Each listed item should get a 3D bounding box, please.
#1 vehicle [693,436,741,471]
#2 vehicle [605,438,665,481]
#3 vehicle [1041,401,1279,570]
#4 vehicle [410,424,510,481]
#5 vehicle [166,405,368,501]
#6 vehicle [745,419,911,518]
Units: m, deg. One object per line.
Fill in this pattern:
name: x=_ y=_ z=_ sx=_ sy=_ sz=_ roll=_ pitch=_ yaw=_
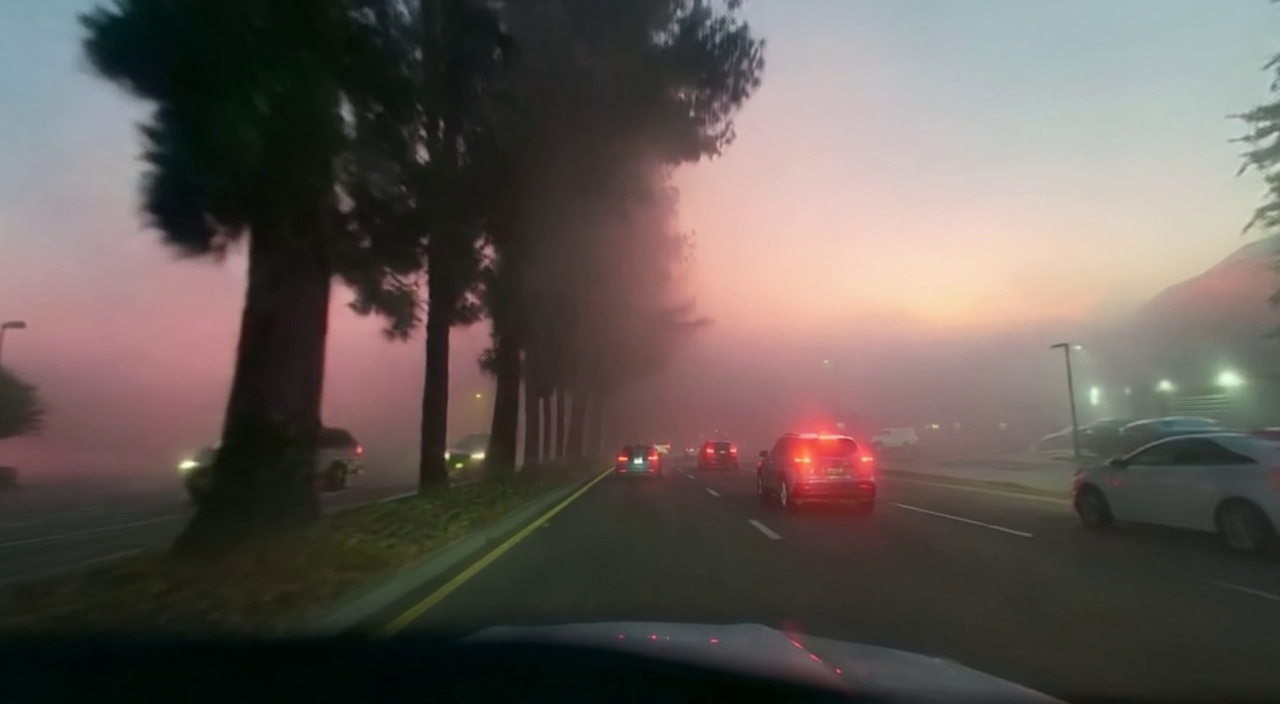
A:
vehicle: x=4.042 y=5.419 z=33.611 sx=1.982 sy=1.709 sz=4.427 roll=0 pitch=-9 yaw=0
vehicle: x=-0.138 y=4.099 z=24.125 sx=2.111 sy=1.506 sz=4.018 roll=0 pitch=-9 yaw=1
vehicle: x=7.587 y=1.626 z=8.029 sx=2.008 sy=1.714 sz=4.407 roll=0 pitch=-9 yaw=1
vehicle: x=-7.608 y=4.360 z=27.313 sx=2.469 sy=2.200 sz=5.517 roll=0 pitch=-9 yaw=3
vehicle: x=-11.174 y=3.132 z=19.587 sx=2.585 sy=2.507 sz=5.743 roll=0 pitch=-9 yaw=2
vehicle: x=3.661 y=2.388 z=13.216 sx=2.130 sy=1.718 sz=4.310 roll=0 pitch=-9 yaw=0
